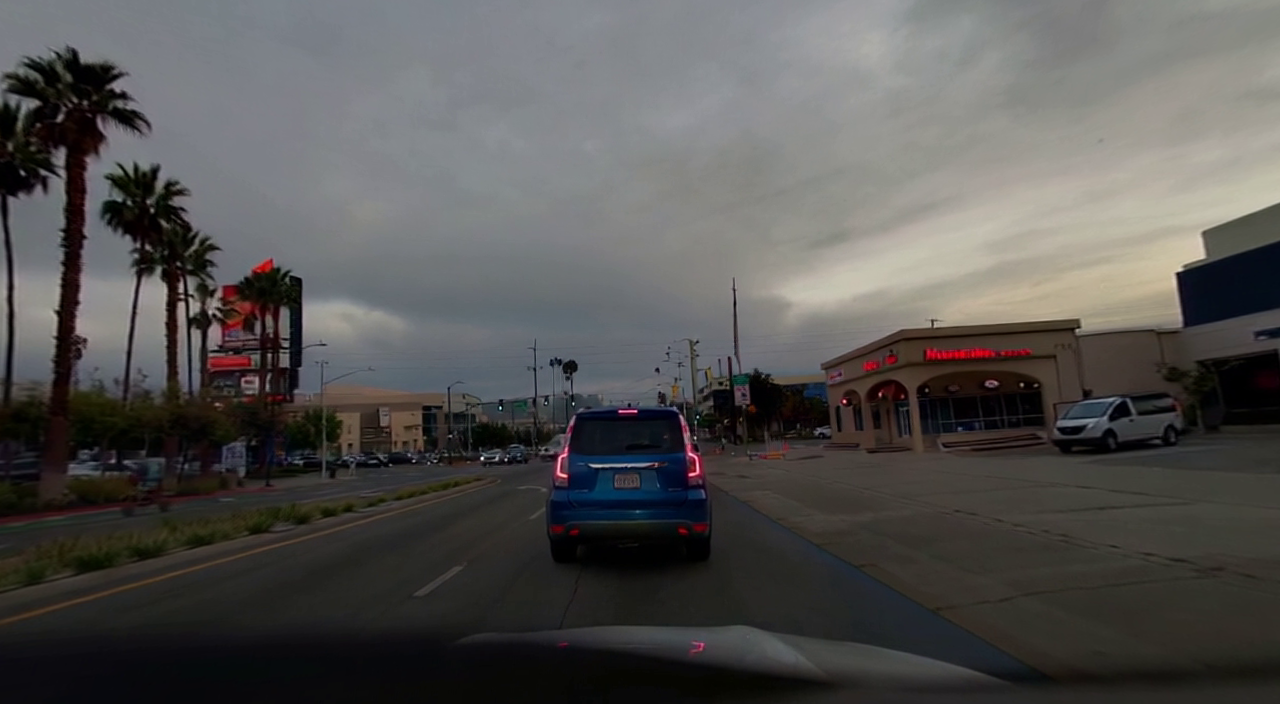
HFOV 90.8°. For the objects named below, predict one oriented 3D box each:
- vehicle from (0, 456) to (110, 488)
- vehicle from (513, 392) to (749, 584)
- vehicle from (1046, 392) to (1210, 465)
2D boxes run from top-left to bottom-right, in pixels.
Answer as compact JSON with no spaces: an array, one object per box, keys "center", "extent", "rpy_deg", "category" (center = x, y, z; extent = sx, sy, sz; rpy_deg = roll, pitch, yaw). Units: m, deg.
[{"center":[-28.408,5.581,29.512],"extent":[5.154,1.343,1.943],"rpy_deg":[4,-9,-25],"category":"vehicle"},{"center":[-0.132,1.581,8.029],"extent":[2.234,1.818,3.869],"rpy_deg":[0,-9,-1],"category":"vehicle"},{"center":[16.096,2.584,20.718],"extent":[6.060,2.047,2.490],"rpy_deg":[6,-11,-36],"category":"vehicle"}]
